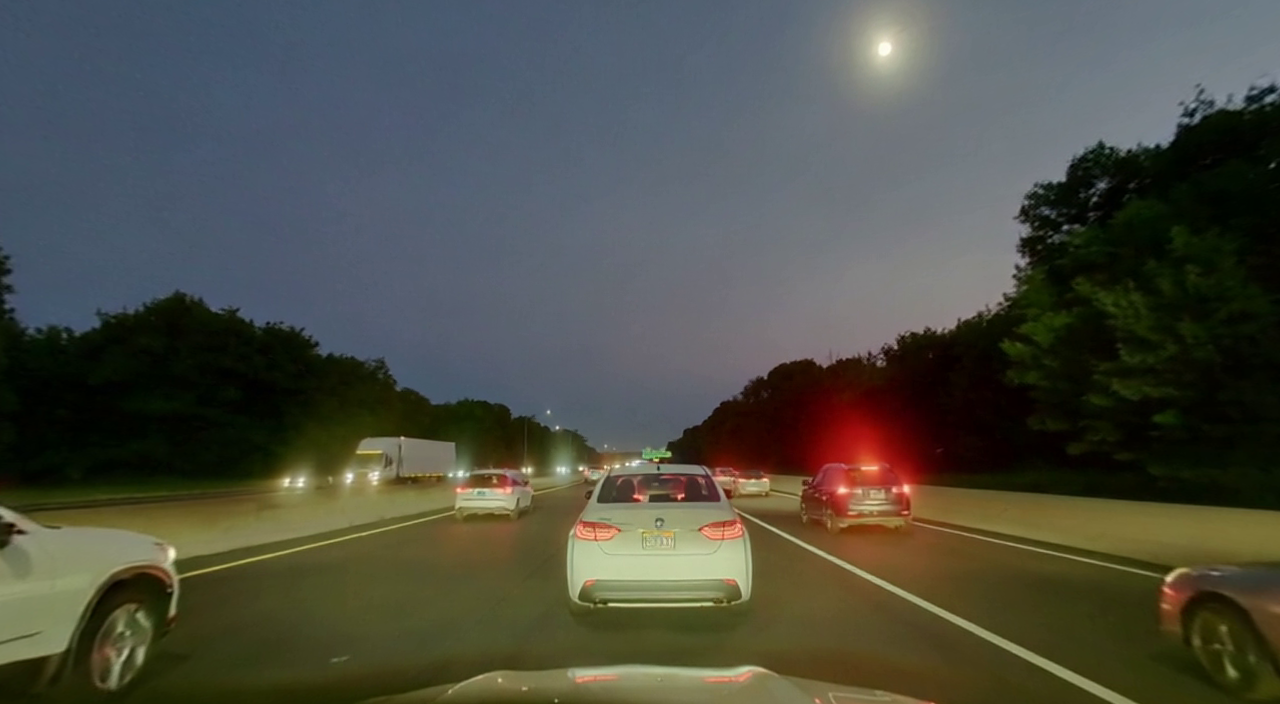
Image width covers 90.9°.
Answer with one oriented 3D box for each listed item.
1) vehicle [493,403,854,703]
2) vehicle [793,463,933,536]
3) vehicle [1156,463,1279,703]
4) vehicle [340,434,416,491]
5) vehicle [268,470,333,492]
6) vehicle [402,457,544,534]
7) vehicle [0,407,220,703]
[{"bbox_3d":[0.172,1.553,5.762,2.057,1.725,4.126,1,-11,-1],"label":"vehicle"},{"bbox_3d":[5.129,3.447,15.171,1.978,1.472,4.022,0,-11,1],"label":"vehicle"},{"bbox_3d":[4.470,1.071,2.101,1.870,1.382,4.287,1,-11,1],"label":"vehicle"},{"bbox_3d":[-20.180,8.607,48.978,2.969,4.038,5.876,0,-11,3],"label":"vehicle"},{"bbox_3d":[-24.411,9.265,45.444,1.981,1.468,4.519,0,-11,3],"label":"vehicle"},{"bbox_3d":[-3.756,3.344,15.134,1.960,1.502,4.593,0,-11,2],"label":"vehicle"},{"bbox_3d":[-3.910,0.892,2.125,1.994,1.556,4.263,1,-11,0],"label":"vehicle"}]
